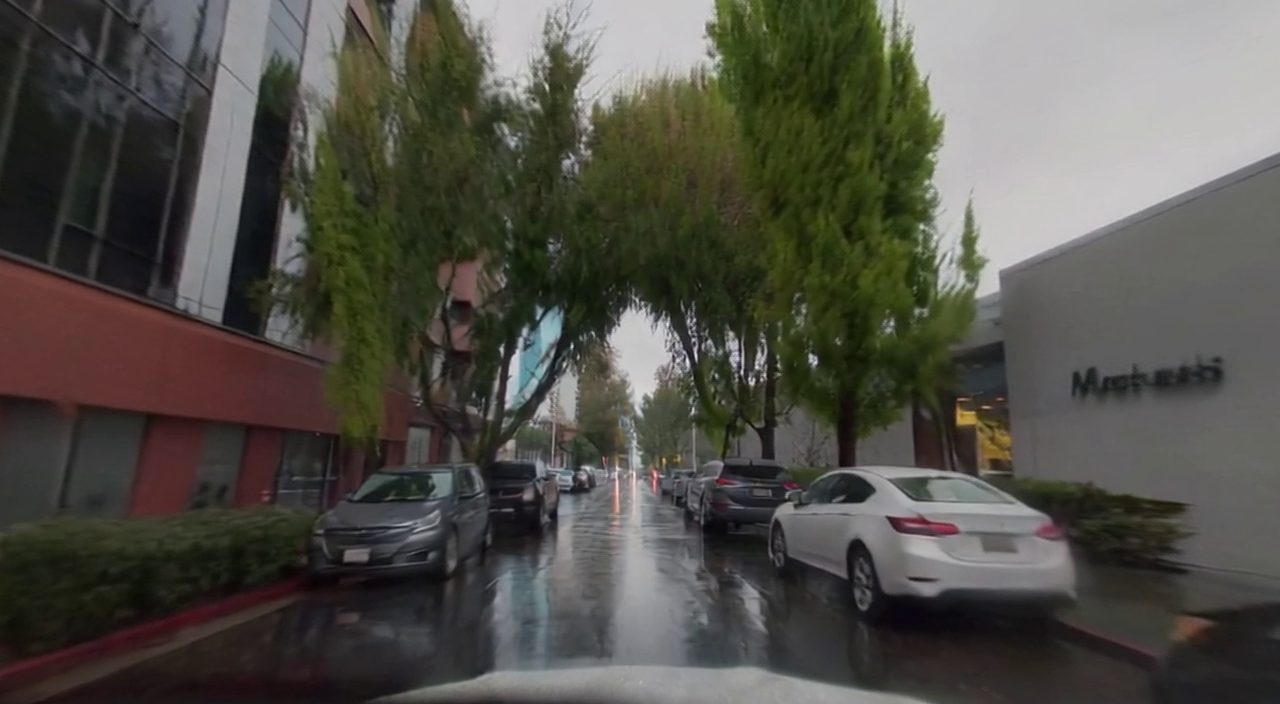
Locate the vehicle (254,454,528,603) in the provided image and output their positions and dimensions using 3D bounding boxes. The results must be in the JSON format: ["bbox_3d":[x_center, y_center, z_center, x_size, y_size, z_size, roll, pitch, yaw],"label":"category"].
[{"bbox_3d":[-2.890,2.196,8.600,2.018,1.461,4.413,1,-11,-2],"label":"vehicle"}]

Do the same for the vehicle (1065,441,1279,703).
[{"bbox_3d":[2.935,0.812,0.724,1.889,1.482,4.118,1,-11,-2],"label":"vehicle"}]

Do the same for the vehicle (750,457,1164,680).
[{"bbox_3d":[2.592,1.919,6.645,1.815,1.479,4.498,1,-11,-3],"label":"vehicle"}]

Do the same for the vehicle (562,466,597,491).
[{"bbox_3d":[-3.719,7.881,39.326,2.002,1.460,4.201,1,-11,-3],"label":"vehicle"}]

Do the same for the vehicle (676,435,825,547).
[{"bbox_3d":[2.146,2.975,13.916,2.242,1.972,4.898,1,-11,-2],"label":"vehicle"}]
